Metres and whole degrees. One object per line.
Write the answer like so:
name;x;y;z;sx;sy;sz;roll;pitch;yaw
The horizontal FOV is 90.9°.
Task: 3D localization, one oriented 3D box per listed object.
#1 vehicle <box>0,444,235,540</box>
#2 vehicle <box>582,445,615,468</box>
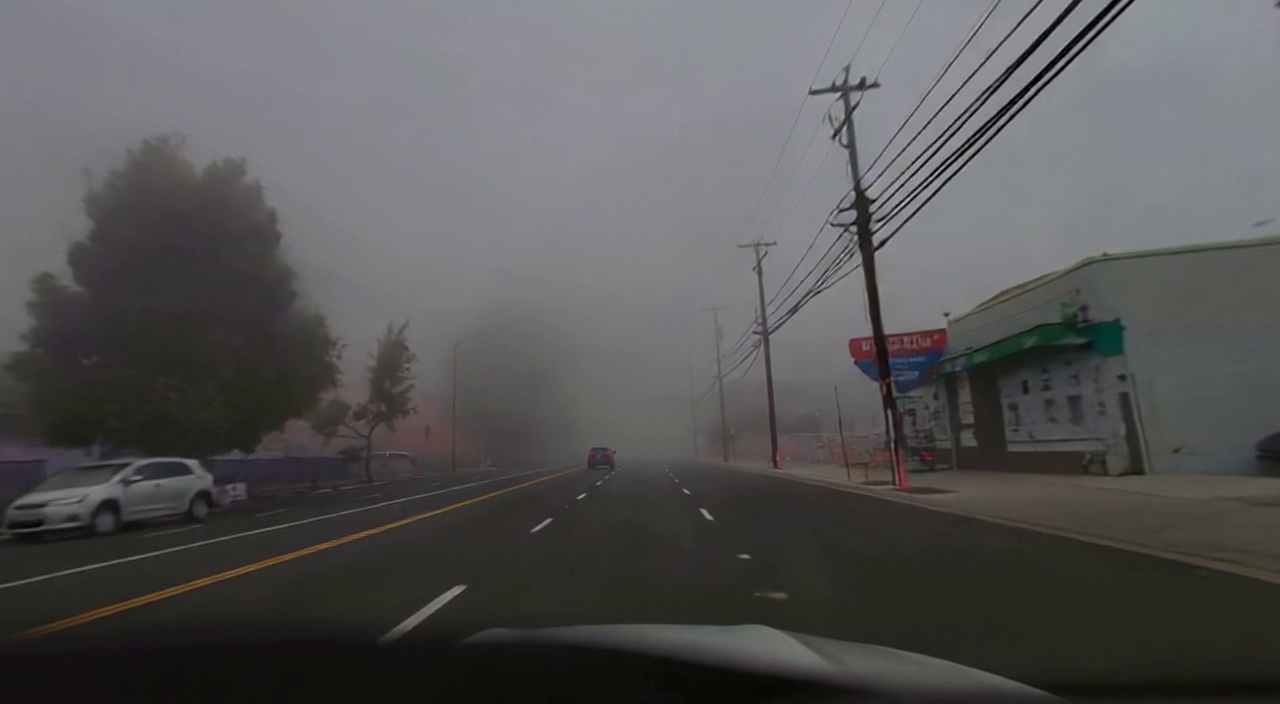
vehicle;-12.073;3.164;14.941;2.052;1.898;4.253;0;-8;0
vehicle;-2.980;7.669;46.488;2.036;1.589;4.549;-1;-8;2
